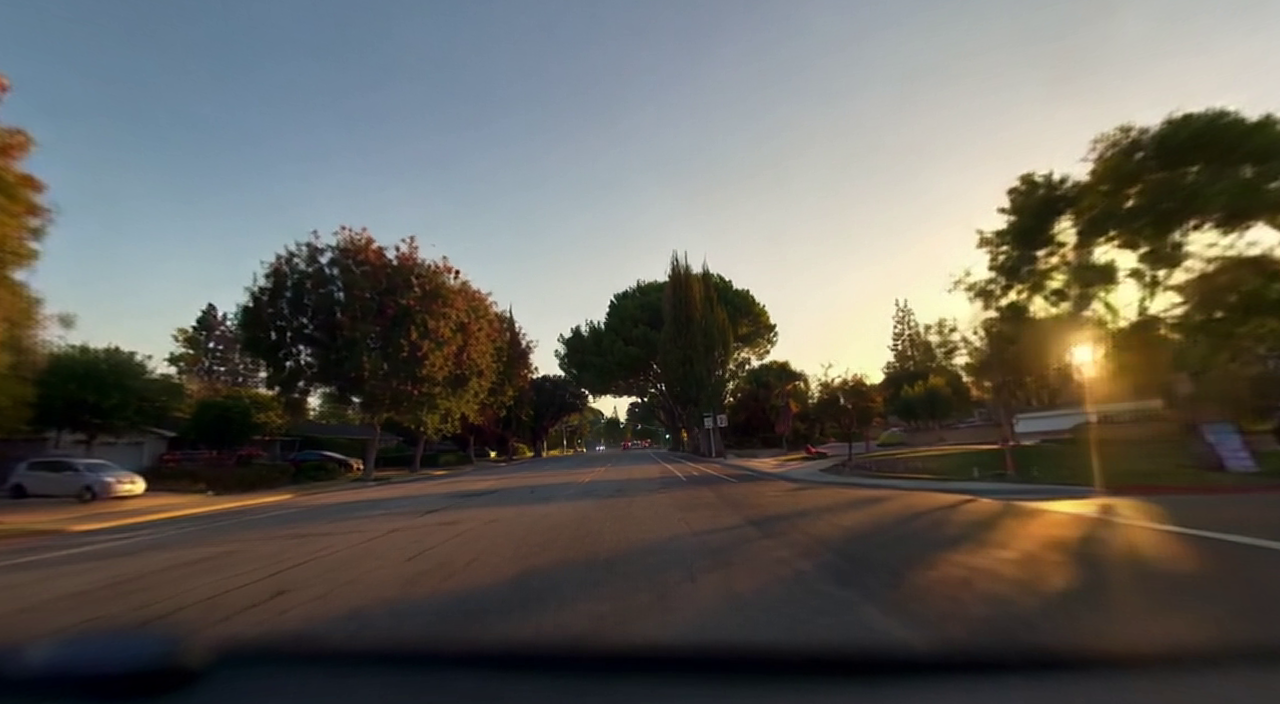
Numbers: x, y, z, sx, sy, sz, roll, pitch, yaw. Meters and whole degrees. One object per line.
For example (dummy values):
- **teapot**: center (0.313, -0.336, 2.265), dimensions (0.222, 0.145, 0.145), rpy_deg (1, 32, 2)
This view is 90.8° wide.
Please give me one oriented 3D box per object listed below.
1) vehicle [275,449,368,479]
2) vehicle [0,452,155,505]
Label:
- **vehicle**: center (-20.345, 7.136, 40.501), dimensions (4.761, 1.812, 2.206), rpy_deg (0, -9, -1)
- **vehicle**: center (-20.151, 4.426, 22.389), dimensions (4.171, 1.728, 2.069), rpy_deg (0, -9, 1)
